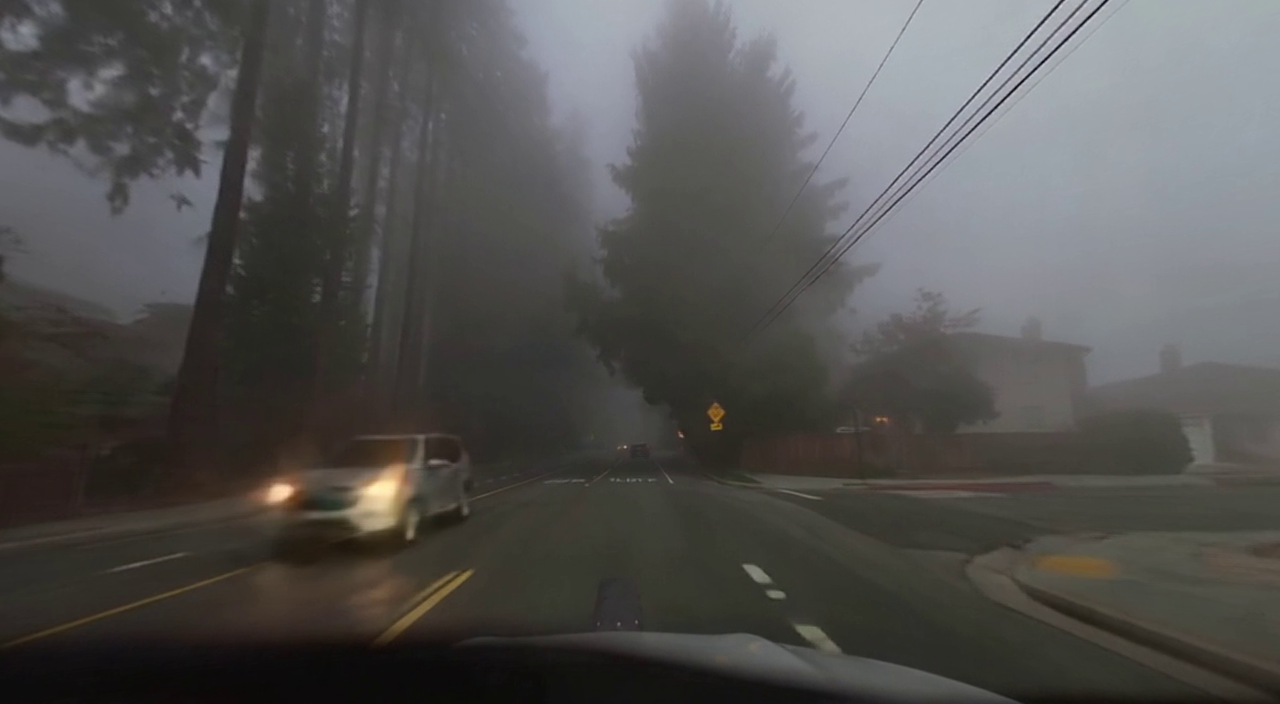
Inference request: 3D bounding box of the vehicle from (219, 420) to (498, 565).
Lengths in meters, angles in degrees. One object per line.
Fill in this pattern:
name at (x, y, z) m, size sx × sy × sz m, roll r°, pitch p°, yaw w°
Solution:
vehicle at (-4.043, 2.111, 10.299) m, size 2.267 × 1.768 × 4.911 m, roll 0°, pitch -9°, yaw 0°
